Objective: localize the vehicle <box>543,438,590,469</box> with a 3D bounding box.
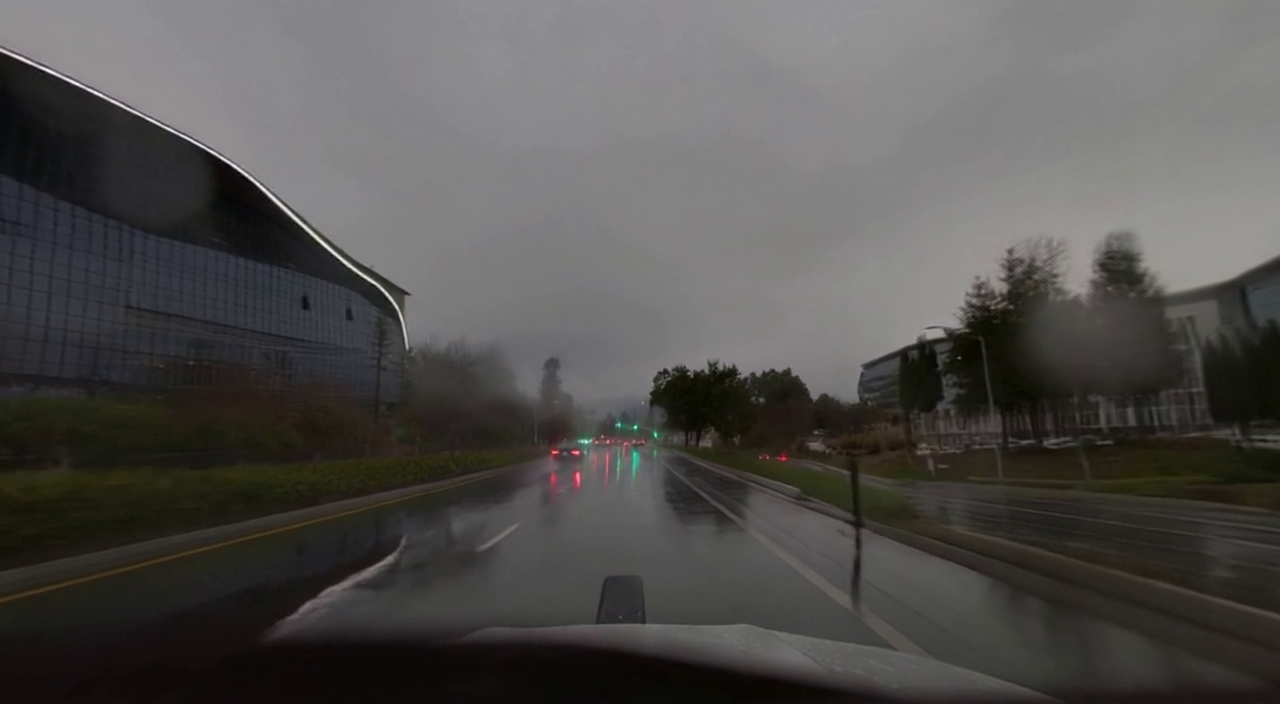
[{"bbox_3d":[-3.871,5.398,33.849,1.984,1.521,4.682,0,-8,0],"label":"vehicle"}]
